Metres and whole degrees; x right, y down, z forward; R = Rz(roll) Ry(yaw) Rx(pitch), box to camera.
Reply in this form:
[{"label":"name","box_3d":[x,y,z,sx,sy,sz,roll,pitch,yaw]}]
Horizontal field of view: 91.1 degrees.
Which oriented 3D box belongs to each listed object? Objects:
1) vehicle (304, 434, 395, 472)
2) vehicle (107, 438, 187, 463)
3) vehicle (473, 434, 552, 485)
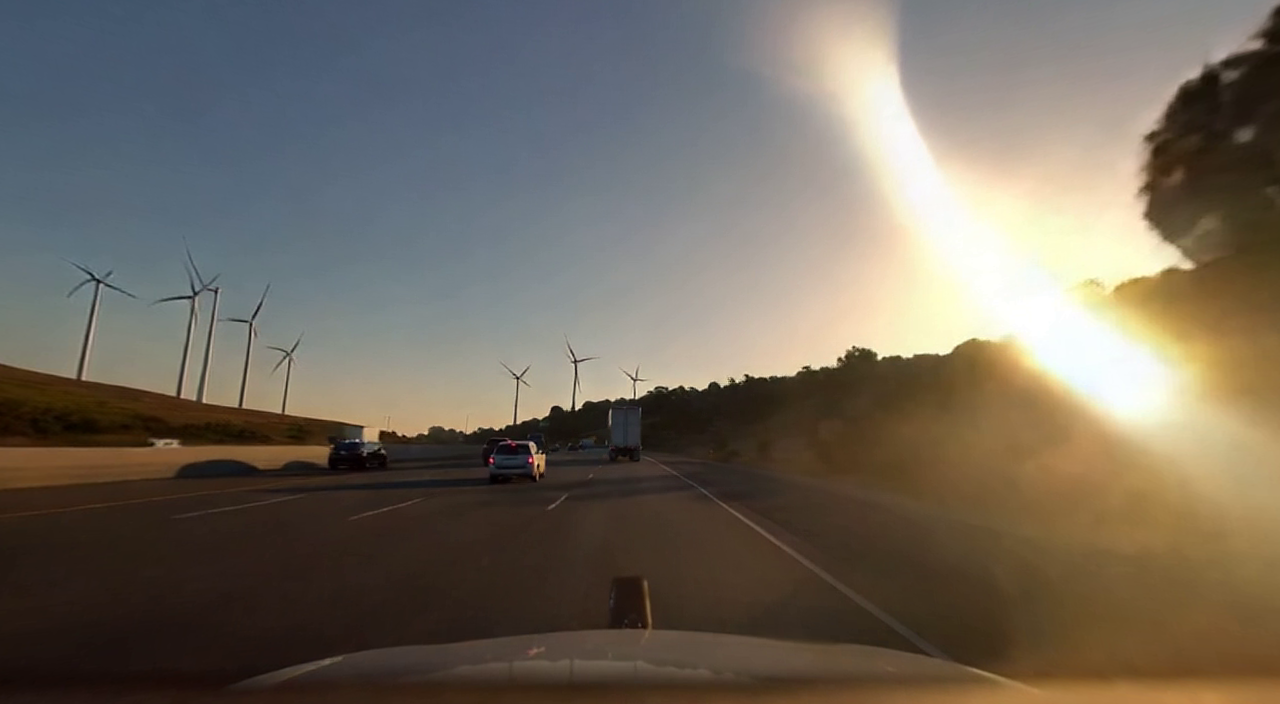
[{"label":"vehicle","box_3d":[-15.257,5.363,33.450,2.285,1.835,5.672,0,-8,-2]},{"label":"vehicle","box_3d":[-34.003,6.797,43.507,1.928,1.606,4.642,0,-8,-3]},{"label":"vehicle","box_3d":[-4.545,3.895,23.002,2.109,1.684,3.783,0,-8,-1]}]
